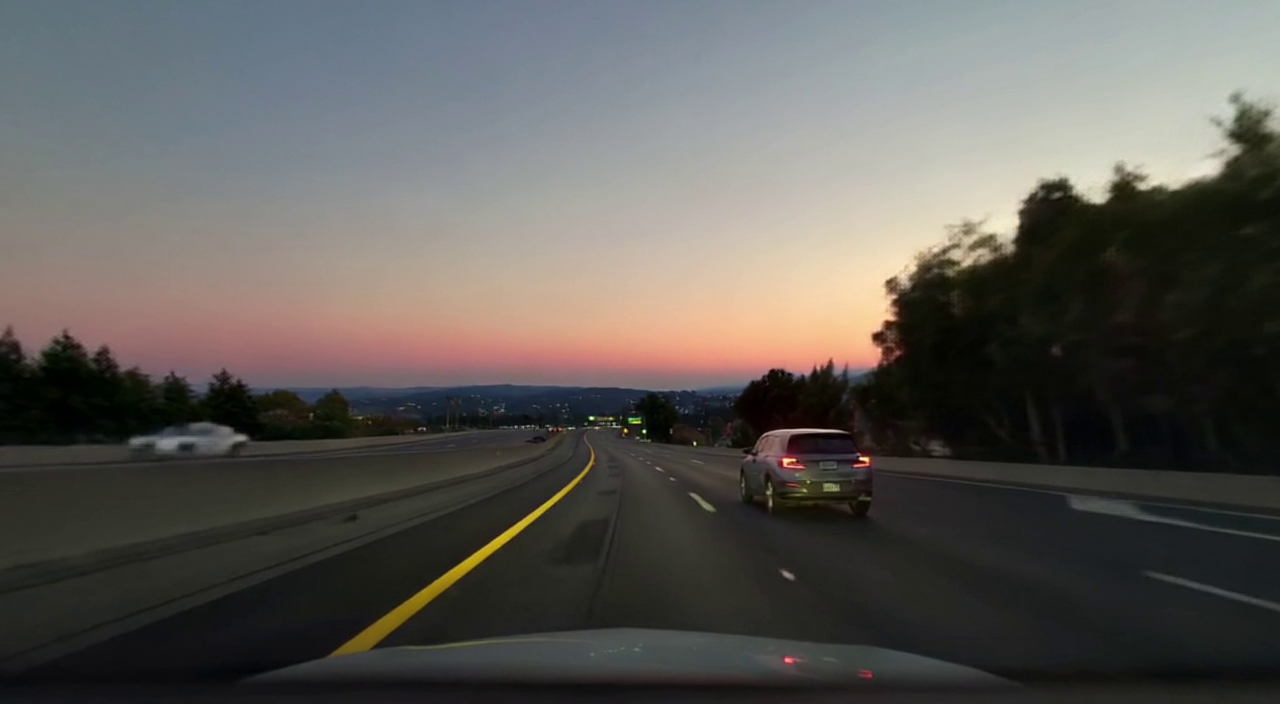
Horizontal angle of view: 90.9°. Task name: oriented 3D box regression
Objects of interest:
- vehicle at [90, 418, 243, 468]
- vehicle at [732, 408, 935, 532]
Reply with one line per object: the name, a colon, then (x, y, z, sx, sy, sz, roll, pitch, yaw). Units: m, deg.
vehicle: (-19.367, 3.786, 26.257, 2.204, 1.834, 5.549, 0, -8, -2)
vehicle: (3.023, 1.961, 10.988, 2.059, 1.715, 4.192, 0, -8, -2)
